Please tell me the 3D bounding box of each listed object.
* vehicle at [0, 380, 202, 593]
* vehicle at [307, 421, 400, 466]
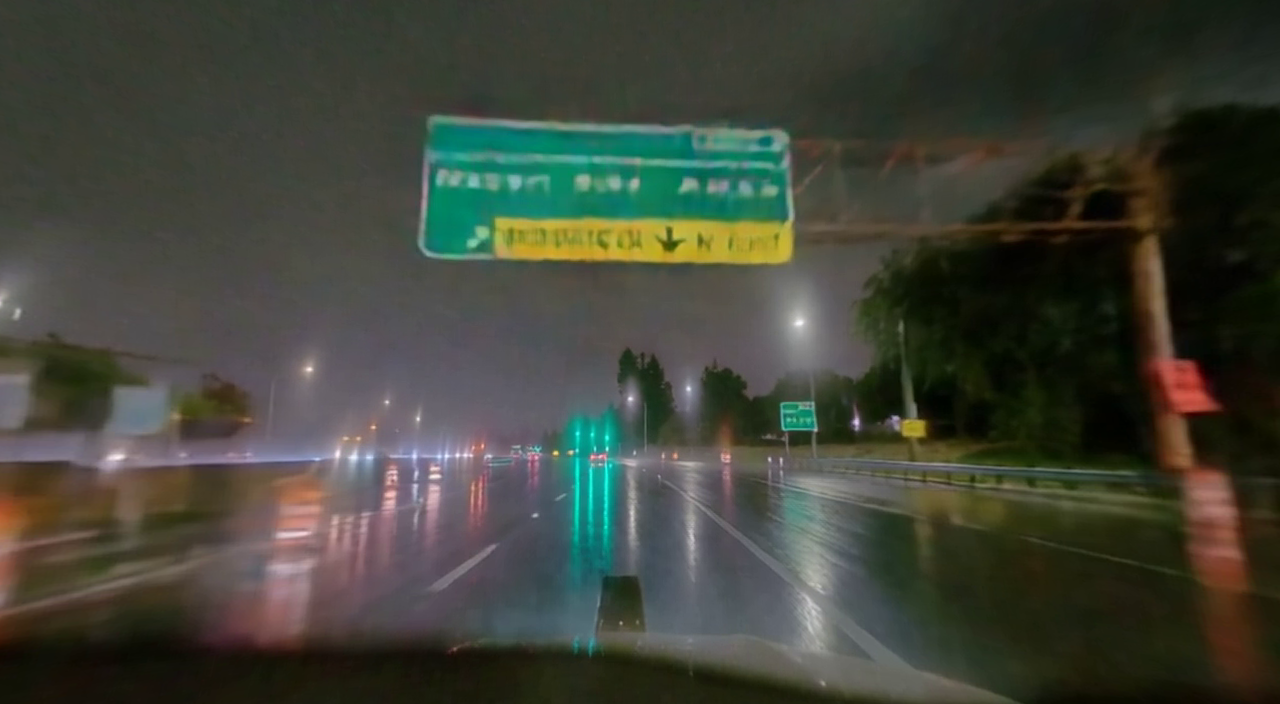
[{"bbox_3d":[-7.416,1.204,5.477,2.690,1.995,6.270,0,-9,0],"label":"vehicle"},{"bbox_3d":[-18.352,6.080,40.908,2.750,2.474,7.300,1,-11,-2],"label":"vehicle"}]
